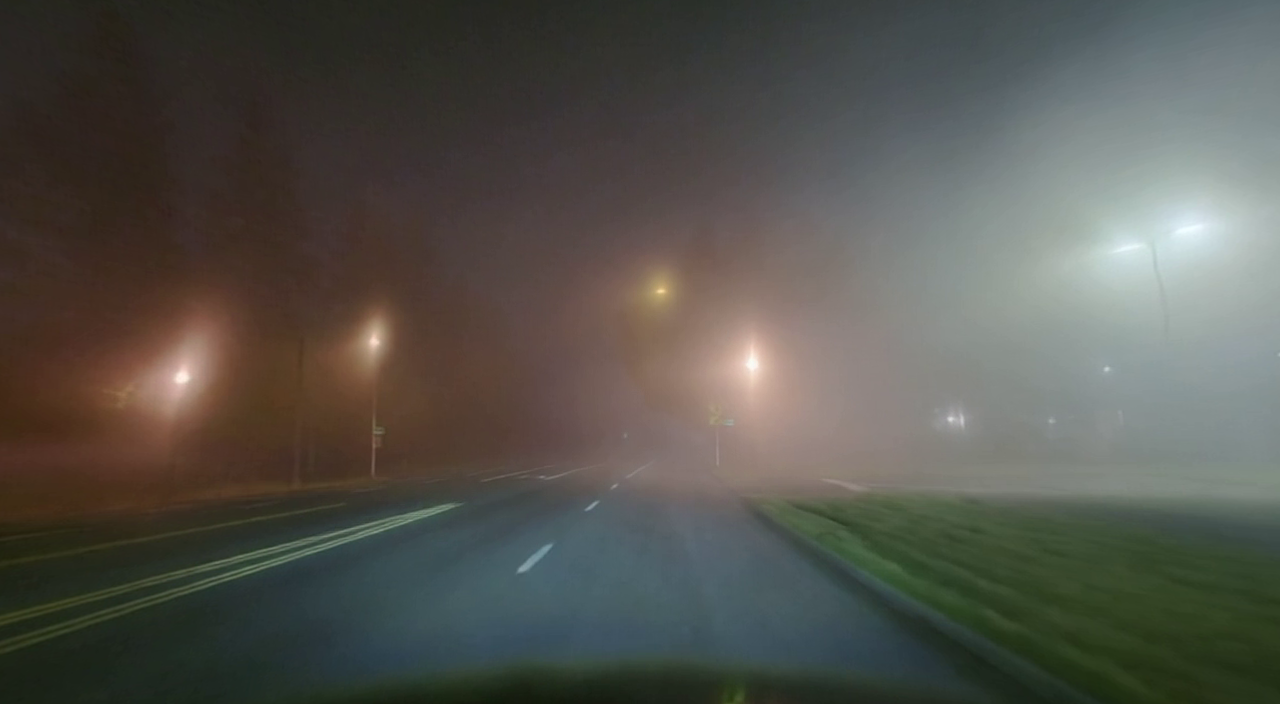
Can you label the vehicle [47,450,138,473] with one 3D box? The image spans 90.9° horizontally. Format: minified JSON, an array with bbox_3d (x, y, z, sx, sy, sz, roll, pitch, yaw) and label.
[{"bbox_3d":[-42.846,8.528,49.527,2.010,1.681,5.194,-2,-9,9],"label":"vehicle"}]
